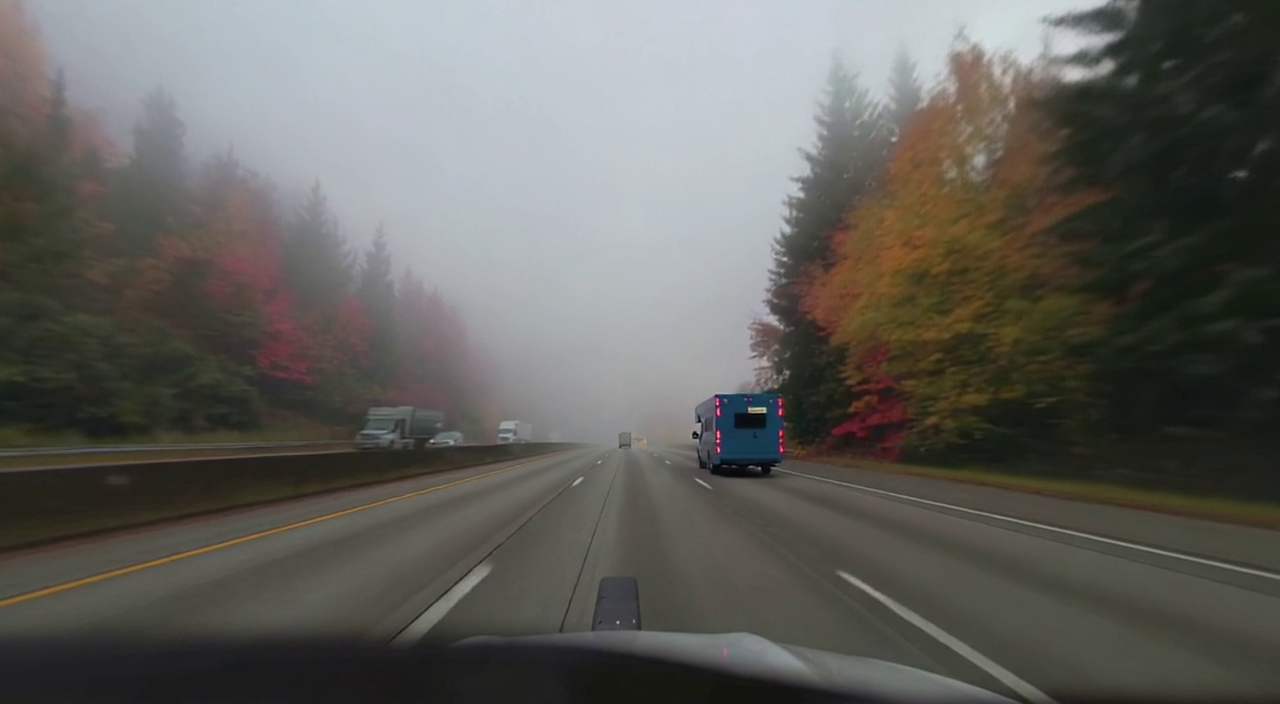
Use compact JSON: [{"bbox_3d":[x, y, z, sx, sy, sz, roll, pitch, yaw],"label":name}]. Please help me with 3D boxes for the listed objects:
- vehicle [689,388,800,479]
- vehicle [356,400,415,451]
[{"bbox_3d":[3.624,3.062,23.680,2.815,2.876,7.101,0,-8,-1],"label":"vehicle"},{"bbox_3d":[-20.023,5.797,49.637,3.298,3.890,2.971,0,-8,-3],"label":"vehicle"}]
